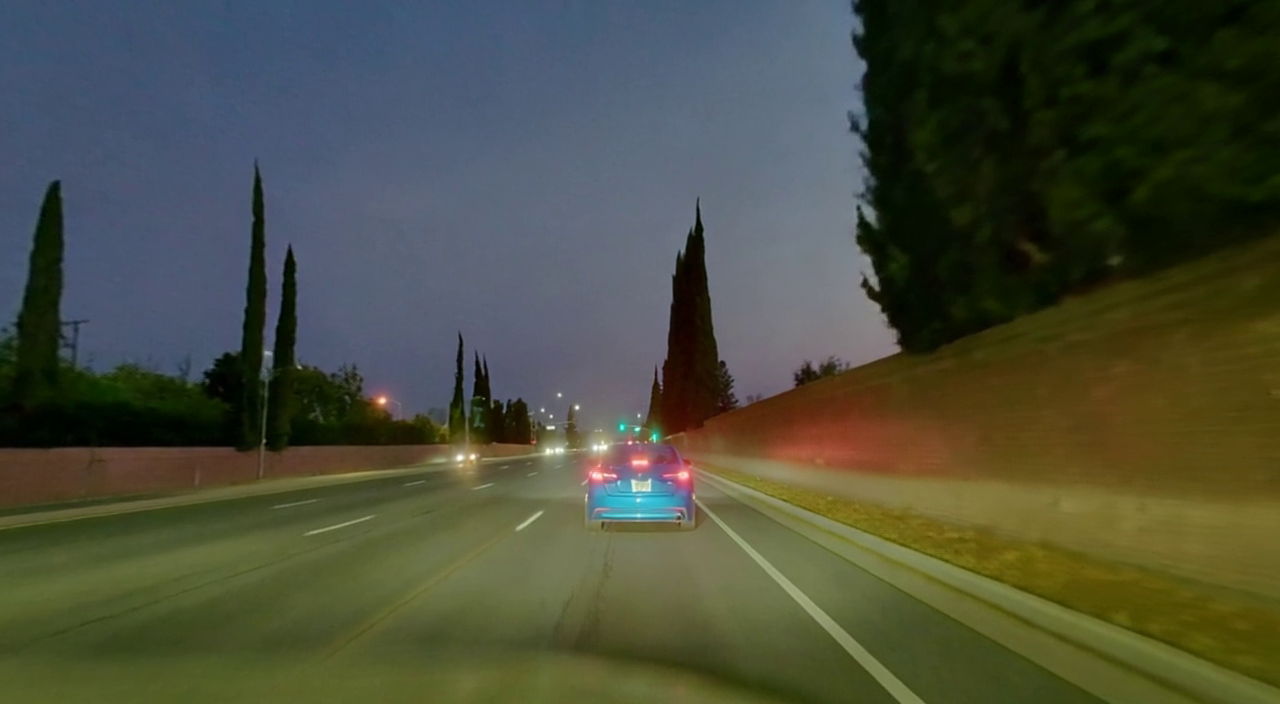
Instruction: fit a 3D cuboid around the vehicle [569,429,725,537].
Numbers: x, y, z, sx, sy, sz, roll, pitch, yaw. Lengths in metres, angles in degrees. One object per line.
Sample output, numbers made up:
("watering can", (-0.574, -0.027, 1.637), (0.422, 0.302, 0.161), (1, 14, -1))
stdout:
("vehicle", (0.065, 2.179, 11.166), (2.205, 1.509, 4.272), (0, -8, -1))
